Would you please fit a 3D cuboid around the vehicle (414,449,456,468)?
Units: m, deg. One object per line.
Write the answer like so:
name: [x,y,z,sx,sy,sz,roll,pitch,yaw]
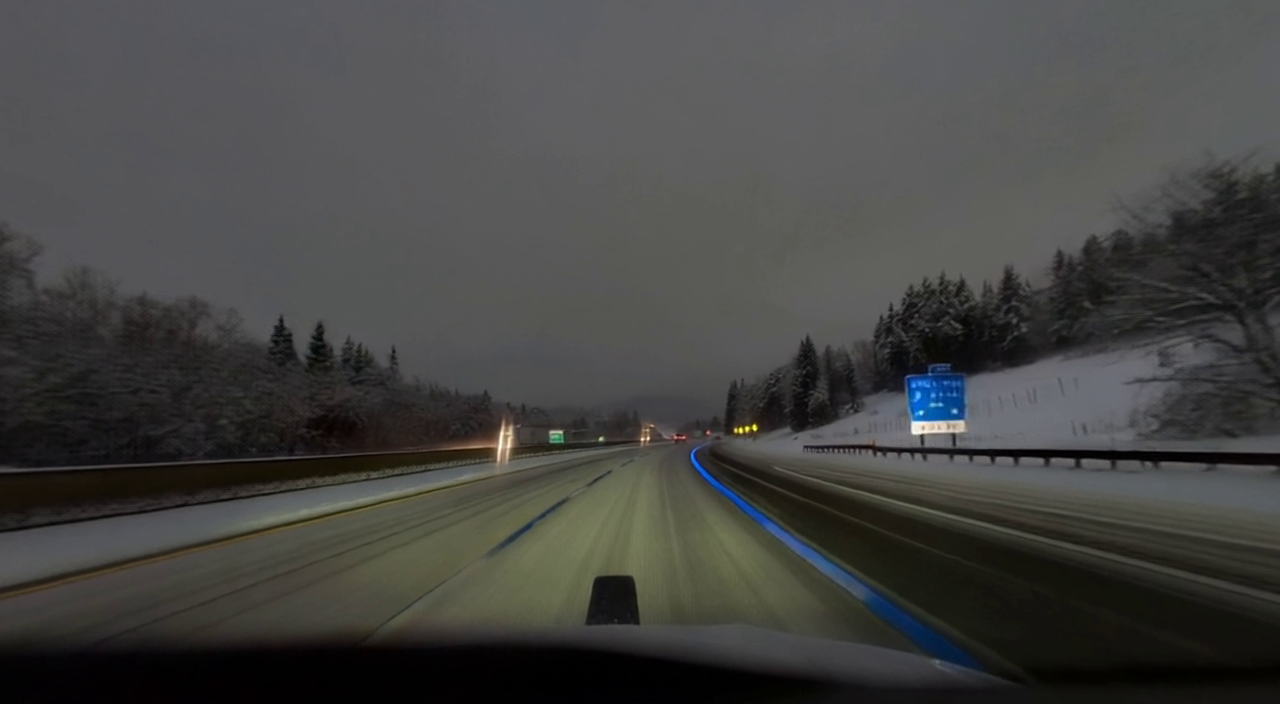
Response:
vehicle: [-14.742,7.684,45.436,1.651,1.224,3.682,-1,-8,3]
